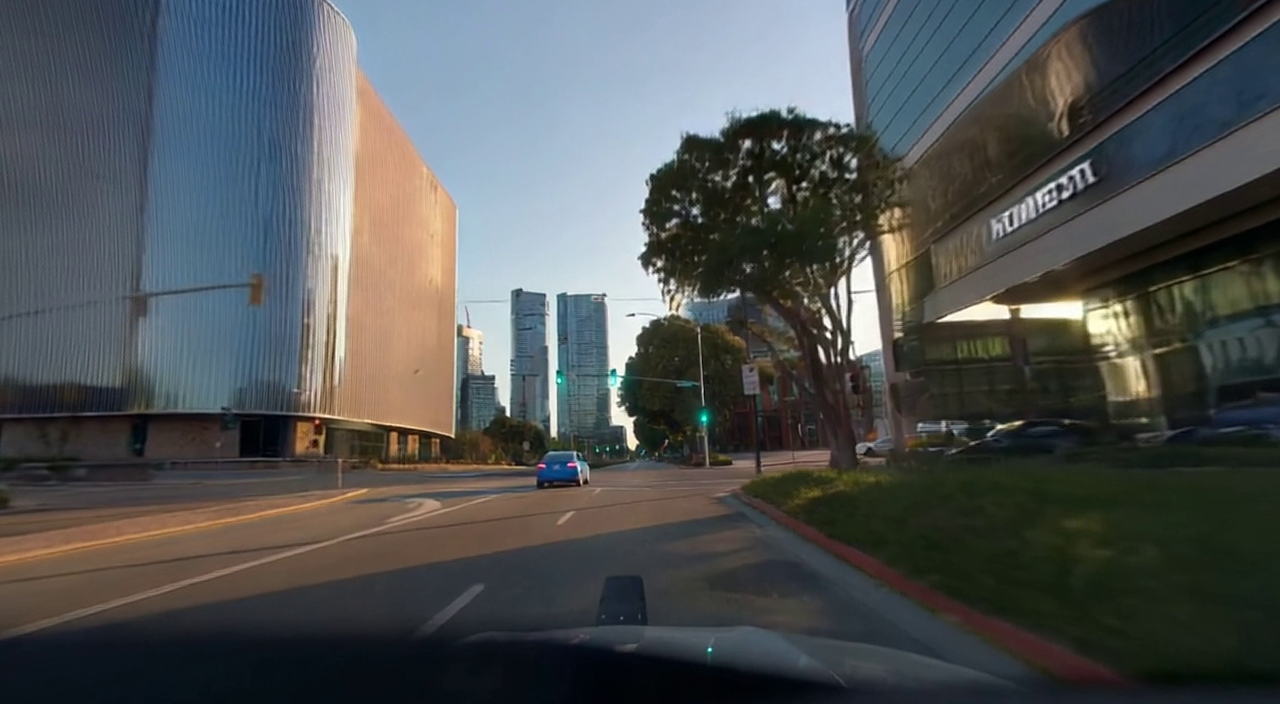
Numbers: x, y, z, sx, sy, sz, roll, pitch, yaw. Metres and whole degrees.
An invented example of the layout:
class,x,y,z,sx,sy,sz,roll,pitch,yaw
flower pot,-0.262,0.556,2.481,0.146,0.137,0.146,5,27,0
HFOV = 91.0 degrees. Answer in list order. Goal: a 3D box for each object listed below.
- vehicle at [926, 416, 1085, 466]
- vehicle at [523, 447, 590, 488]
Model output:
class,x,y,z,sx,sy,sz,roll,pitch,yaw
vehicle,12.238,3.016,21.284,4.120,1.558,1.959,0,-9,-1
vehicle,-3.248,4.614,25.429,1.971,1.486,4.380,-1,-9,2
